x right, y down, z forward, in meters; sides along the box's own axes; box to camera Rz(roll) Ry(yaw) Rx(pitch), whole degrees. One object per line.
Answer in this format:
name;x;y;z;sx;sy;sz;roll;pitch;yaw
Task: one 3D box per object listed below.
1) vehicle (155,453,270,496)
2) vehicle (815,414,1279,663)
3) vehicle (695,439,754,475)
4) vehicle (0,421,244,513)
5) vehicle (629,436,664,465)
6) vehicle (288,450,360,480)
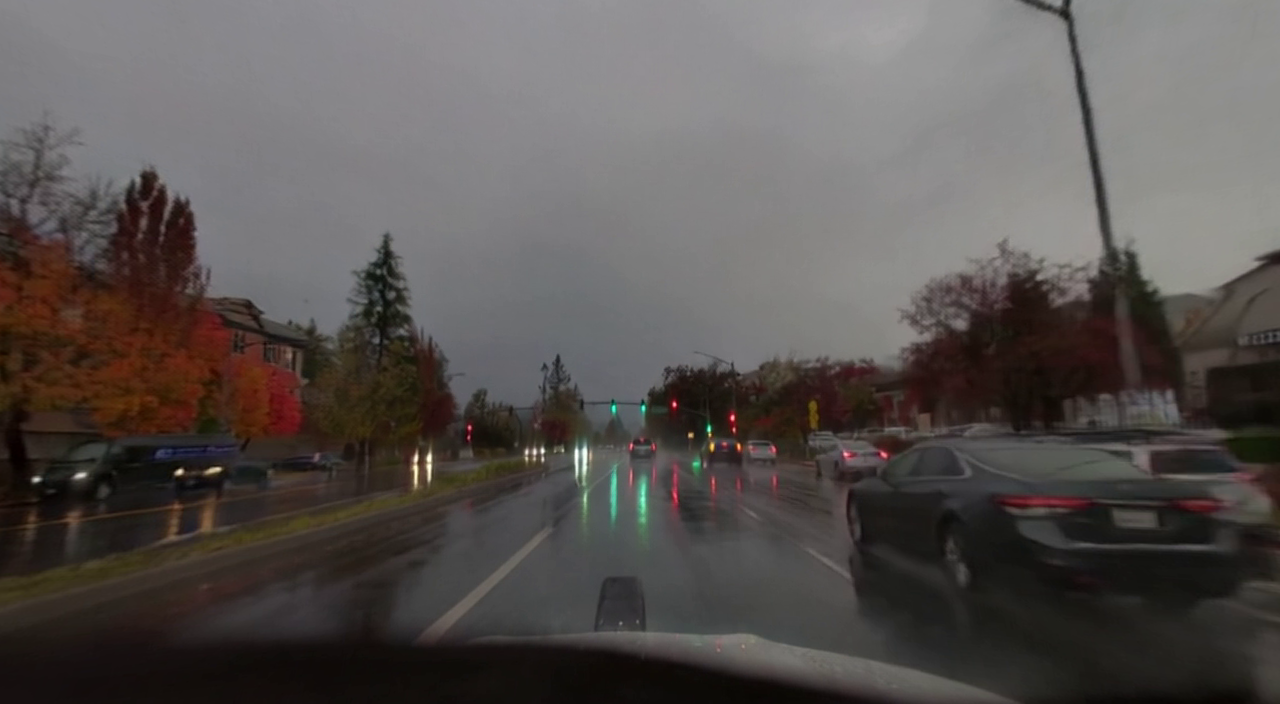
vehicle;-18.651;5.335;27.766;1.962;1.691;4.328;0;-9;1
vehicle;3.361;1.473;6.158;1.977;1.498;4.521;0;-8;0
vehicle;3.860;4.870;29.470;2.178;1.546;4.311;0;-8;0
vehicle;-22.027;4.867;27.579;2.961;3.271;9.547;0;-9;1
vehicle;0.442;6.810;43.459;2.239;1.856;4.815;0;-8;0
vehicle;-21.745;7.774;43.643;2.142;1.900;5.489;0;-9;0
